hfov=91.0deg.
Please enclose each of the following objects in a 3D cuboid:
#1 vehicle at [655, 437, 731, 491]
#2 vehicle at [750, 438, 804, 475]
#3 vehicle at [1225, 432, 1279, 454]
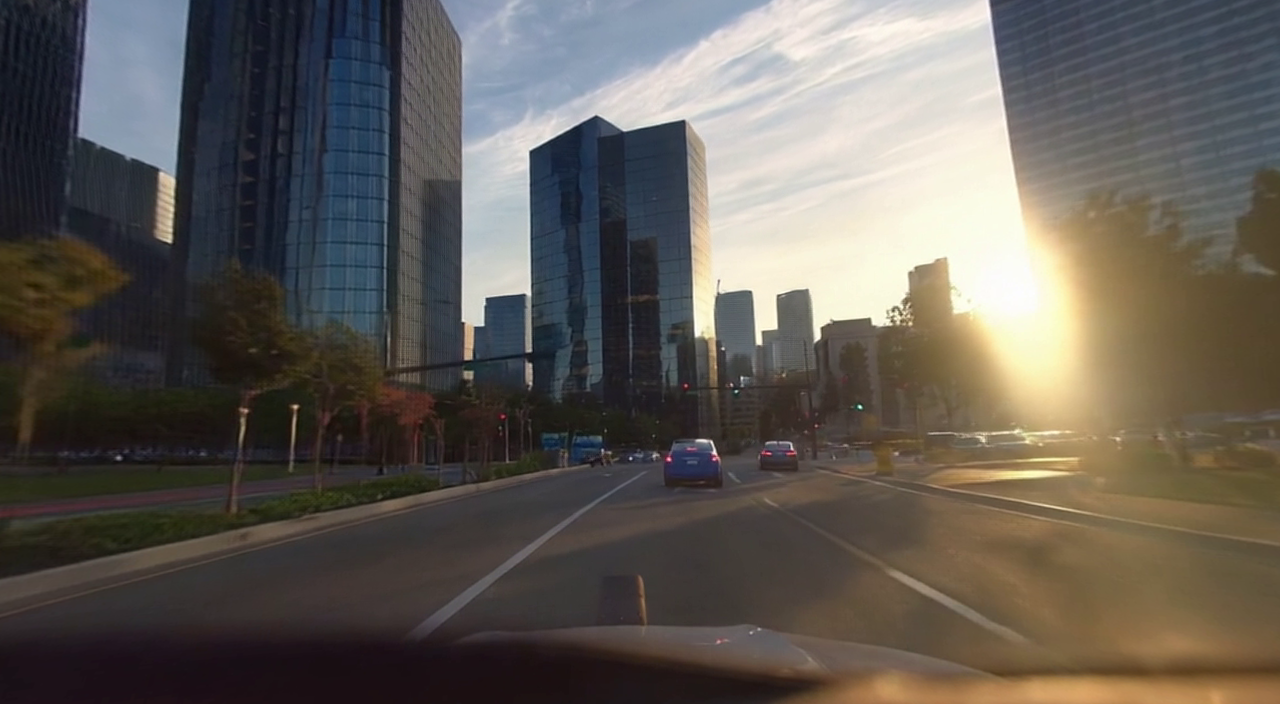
[{"bbox_3d":[1.648,3.470,19.804,2.127,1.497,4.020,-1,-9,5],"label":"vehicle"},{"bbox_3d":[6.011,4.630,28.042,1.916,1.492,3.911,-1,-9,6],"label":"vehicle"},{"bbox_3d":[46.838,6.800,47.143,3.905,1.481,1.767,-5,-11,12],"label":"vehicle"}]
